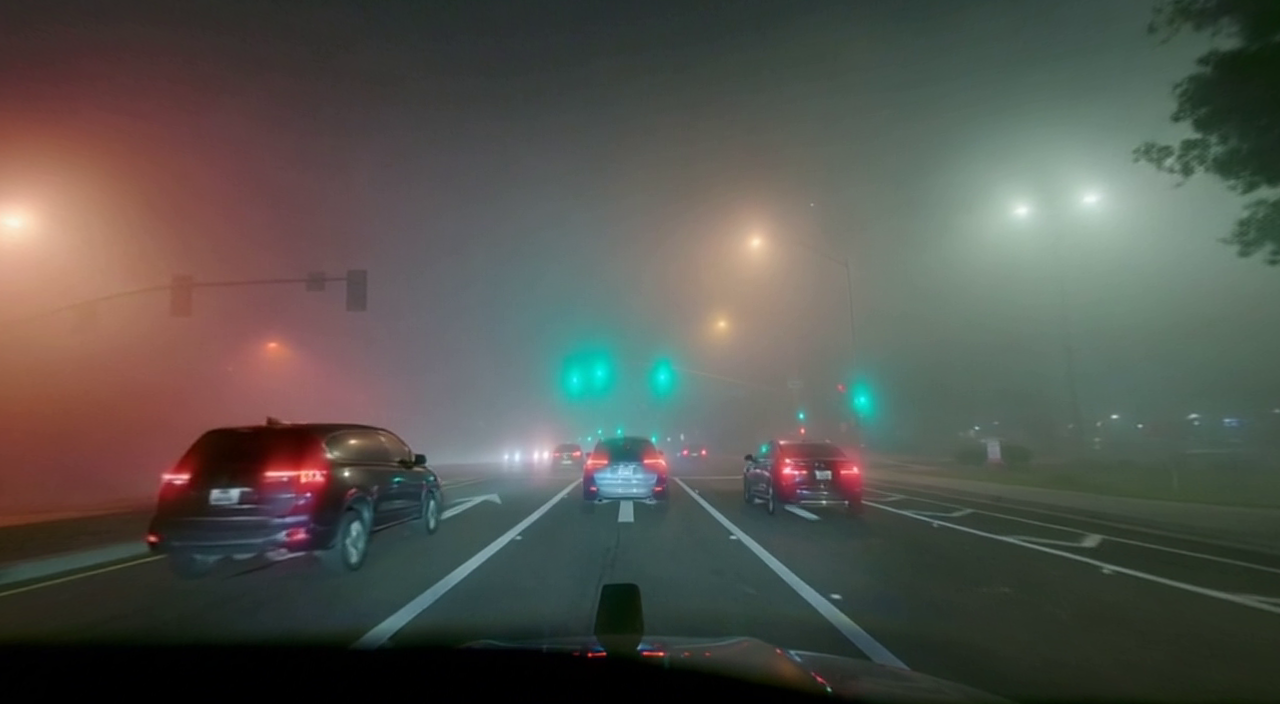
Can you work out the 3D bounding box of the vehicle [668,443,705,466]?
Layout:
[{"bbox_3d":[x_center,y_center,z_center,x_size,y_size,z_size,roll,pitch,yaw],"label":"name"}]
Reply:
[{"bbox_3d":[3.181,7.129,43.998,2.171,1.469,4.420,0,-8,-1],"label":"vehicle"}]

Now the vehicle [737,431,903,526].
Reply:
[{"bbox_3d":[3.314,2.411,12.605,2.068,1.541,4.041,0,-8,-1],"label":"vehicle"}]

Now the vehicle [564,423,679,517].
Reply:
[{"bbox_3d":[-0.369,2.522,13.981,2.150,1.725,4.096,0,-8,0],"label":"vehicle"}]

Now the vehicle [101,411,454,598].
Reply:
[{"bbox_3d":[-3.777,1.632,7.613,1.823,1.602,4.061,0,-8,0],"label":"vehicle"}]
